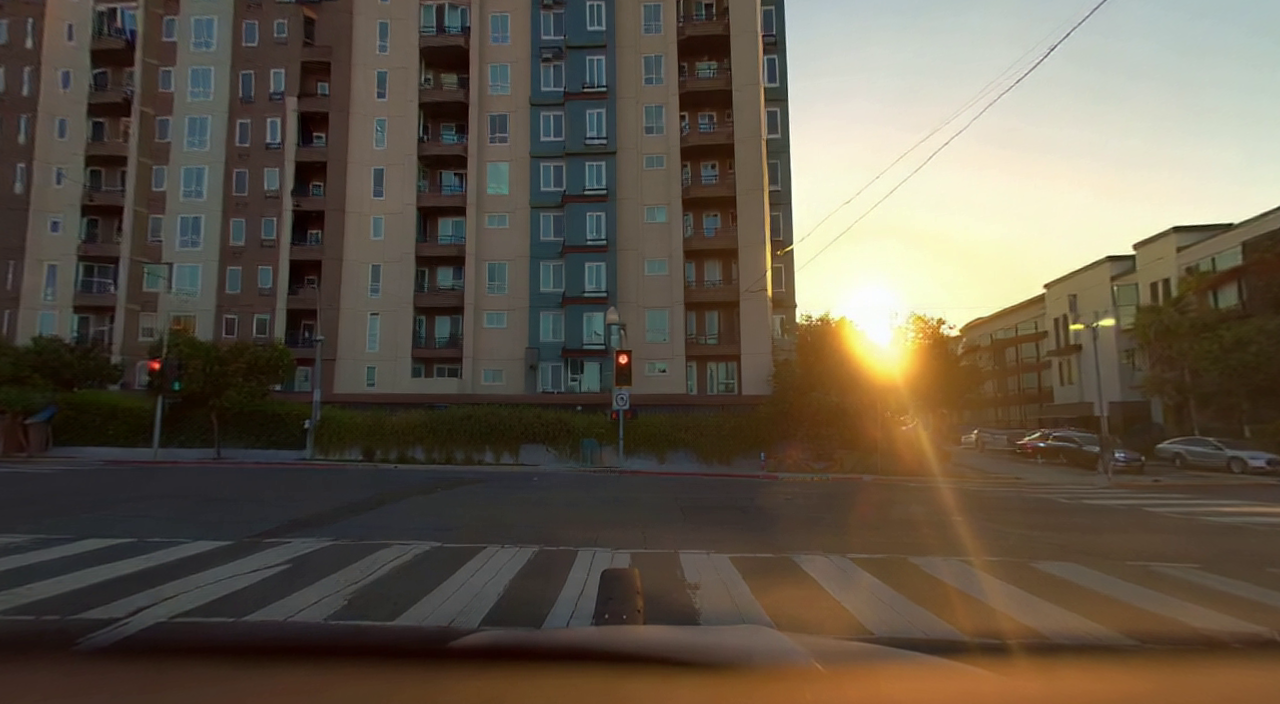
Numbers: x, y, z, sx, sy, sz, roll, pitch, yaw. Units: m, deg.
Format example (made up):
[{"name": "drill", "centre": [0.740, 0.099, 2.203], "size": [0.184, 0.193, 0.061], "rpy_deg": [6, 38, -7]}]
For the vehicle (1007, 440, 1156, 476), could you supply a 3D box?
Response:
[{"name": "vehicle", "centre": [18.580, 4.463, 26.687], "size": [4.823, 1.458, 1.914], "rpy_deg": [0, -9, -1]}]
